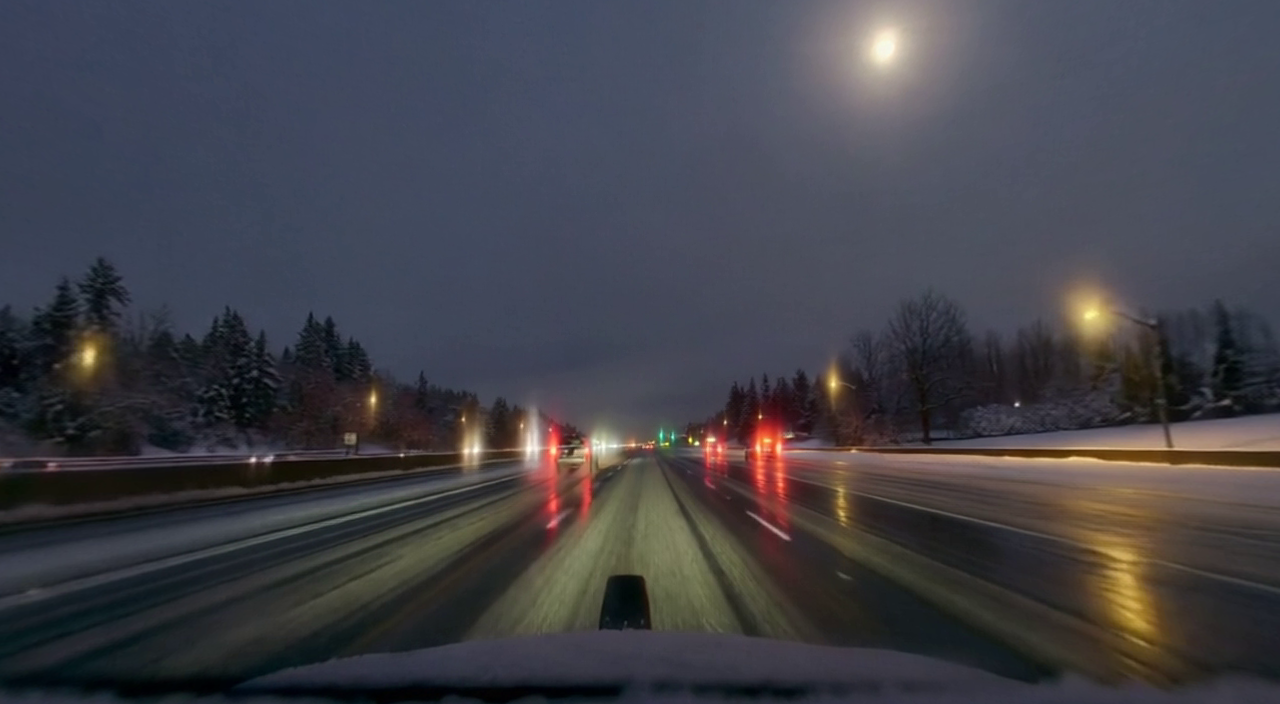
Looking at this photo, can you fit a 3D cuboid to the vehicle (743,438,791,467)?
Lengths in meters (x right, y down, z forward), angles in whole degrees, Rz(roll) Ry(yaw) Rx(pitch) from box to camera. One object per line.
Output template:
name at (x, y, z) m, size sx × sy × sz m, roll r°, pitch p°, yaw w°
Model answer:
vehicle at (7.739, 6.177, 38.934) m, size 2.063 × 1.706 × 4.259 m, roll 0°, pitch -8°, yaw 0°

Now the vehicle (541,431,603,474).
vehicle at (-3.284, 5.030, 31.773) m, size 2.453 × 1.952 × 5.320 m, roll 0°, pitch -8°, yaw 1°
